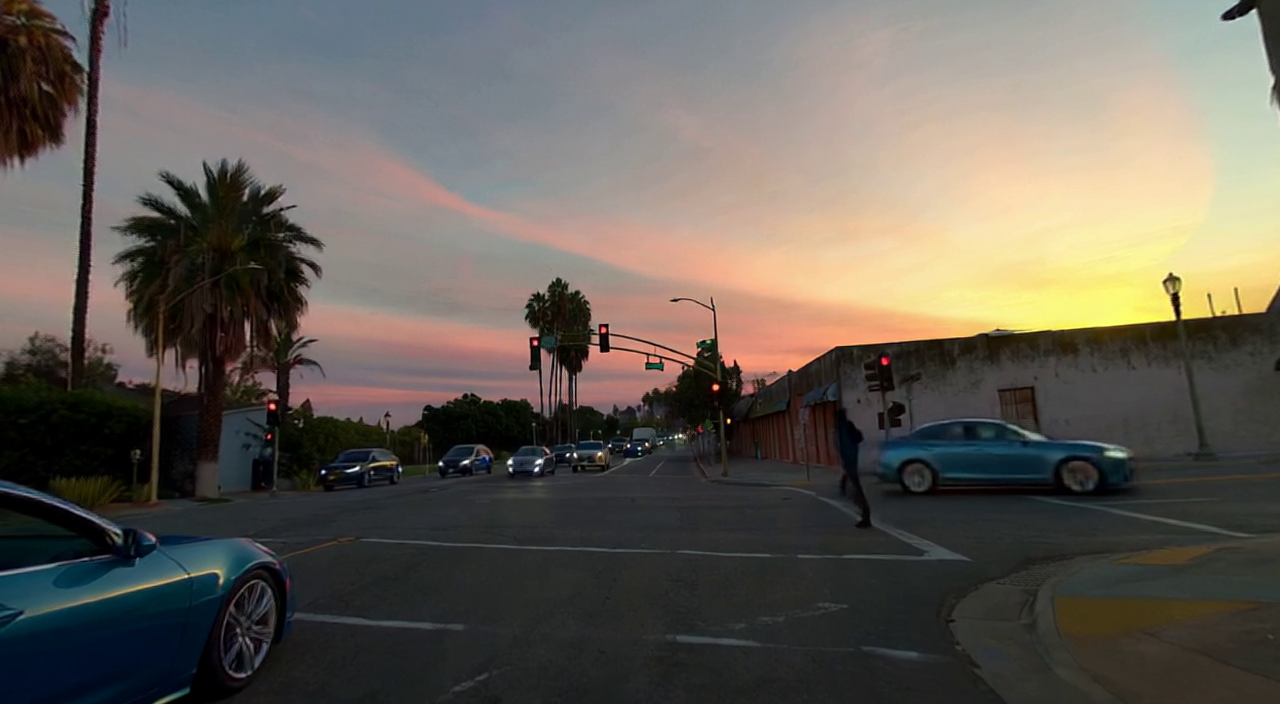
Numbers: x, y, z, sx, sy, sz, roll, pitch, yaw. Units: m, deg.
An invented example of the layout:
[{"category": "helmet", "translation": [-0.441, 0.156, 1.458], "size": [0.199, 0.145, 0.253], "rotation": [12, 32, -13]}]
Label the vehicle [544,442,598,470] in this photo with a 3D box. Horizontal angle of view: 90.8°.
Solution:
[{"category": "vehicle", "translation": [-4.122, 6.341, 38.687], "size": [2.072, 1.613, 4.386], "rotation": [-2, -9, 11]}]

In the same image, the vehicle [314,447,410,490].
[{"category": "vehicle", "translation": [-12.828, 5.357, 29.450], "size": [1.870, 1.705, 4.426], "rotation": [-7, -10, 11]}]

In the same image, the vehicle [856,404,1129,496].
[{"category": "vehicle", "translation": [7.422, 2.145, 13.862], "size": [4.775, 1.709, 2.092], "rotation": [-4, -10, 25]}]

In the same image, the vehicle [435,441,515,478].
[{"category": "vehicle", "translation": [-8.654, 5.837, 33.767], "size": [2.050, 1.792, 5.507], "rotation": [-1, -12, 8]}]

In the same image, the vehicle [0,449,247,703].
[{"category": "vehicle", "translation": [-3.705, 1.019, 2.252], "size": [1.850, 1.325, 4.295], "rotation": [0, -9, 0]}]

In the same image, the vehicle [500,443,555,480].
[{"category": "vehicle", "translation": [-4.843, 4.758, 27.753], "size": [1.839, 1.468, 4.549], "rotation": [0, -9, -3]}]
